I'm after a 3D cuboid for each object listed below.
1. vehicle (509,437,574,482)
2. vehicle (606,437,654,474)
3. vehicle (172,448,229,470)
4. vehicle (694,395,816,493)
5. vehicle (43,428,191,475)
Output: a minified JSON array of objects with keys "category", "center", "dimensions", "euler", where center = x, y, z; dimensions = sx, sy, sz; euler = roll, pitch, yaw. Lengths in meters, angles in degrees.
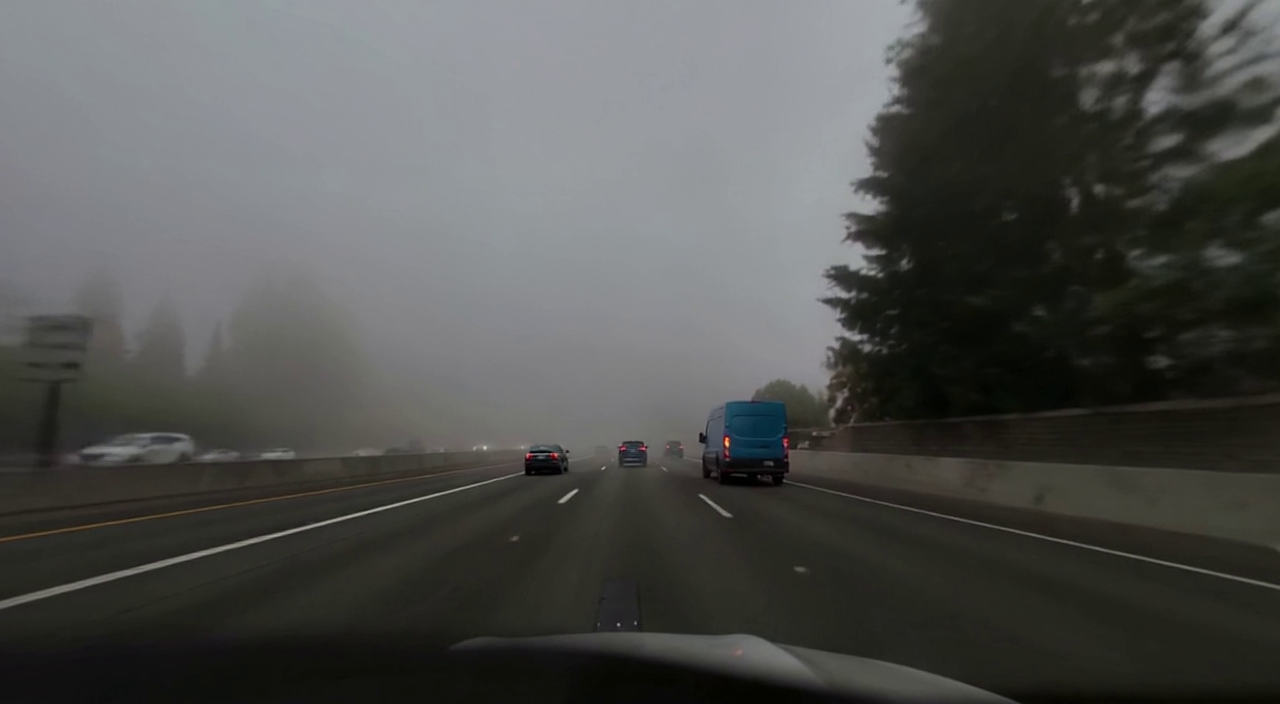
[{"category":"vehicle","center":[-4.046,4.482,26.706],"dimensions":[2.023,1.709,4.263],"euler":[0,-8,0]},{"category":"vehicle","center":[-0.545,5.351,32.857],"dimensions":[2.297,1.783,4.355],"euler":[0,-8,-1]},{"category":"vehicle","center":[-28.753,6.982,41.424],"dimensions":[1.469,1.316,3.179],"euler":[0,-8,0]},{"category":"vehicle","center":[3.489,3.055,20.985],"dimensions":[2.631,2.709,6.496],"euler":[0,-8,-2]},{"category":"vehicle","center":[-17.260,3.309,21.105],"dimensions":[1.932,1.435,3.510],"euler":[0,-8,-1]}]
